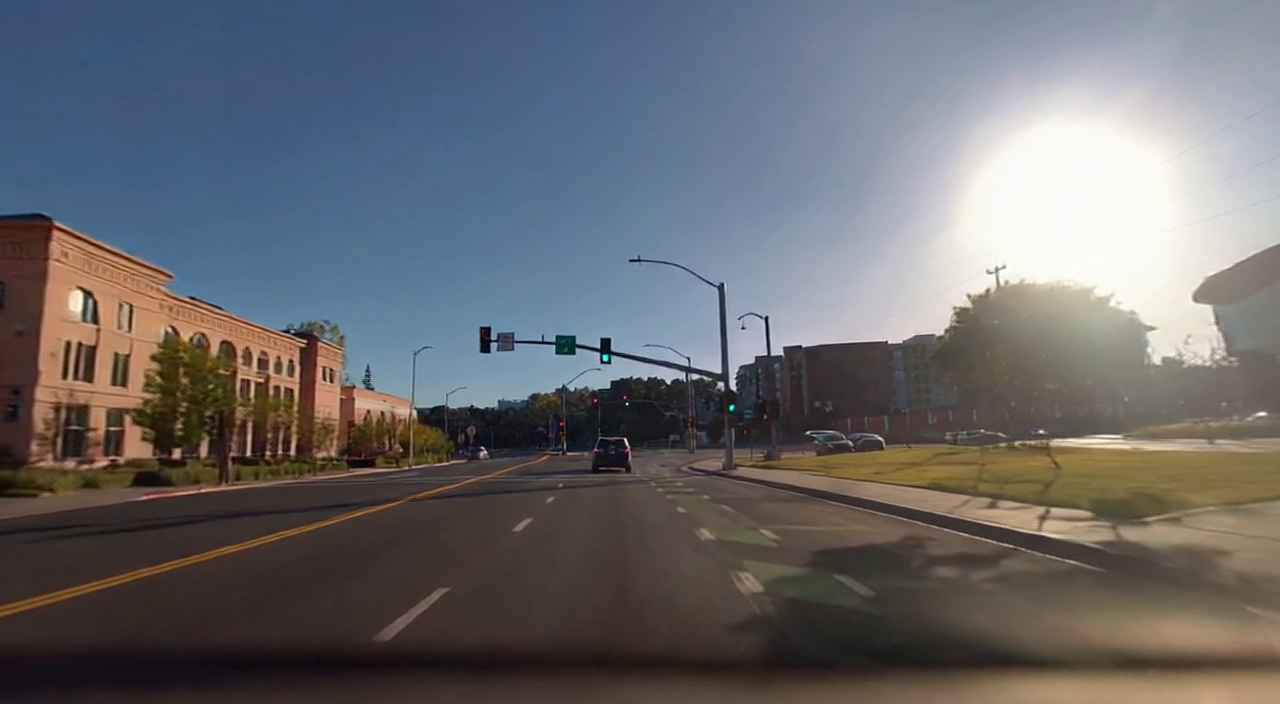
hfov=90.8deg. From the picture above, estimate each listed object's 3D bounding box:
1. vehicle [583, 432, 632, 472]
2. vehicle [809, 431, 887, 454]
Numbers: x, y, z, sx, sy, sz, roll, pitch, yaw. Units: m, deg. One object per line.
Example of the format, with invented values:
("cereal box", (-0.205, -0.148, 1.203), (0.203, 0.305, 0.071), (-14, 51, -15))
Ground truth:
("vehicle", (-1.522, 4.867, 30.897), (2.230, 1.827, 4.298), (0, -8, -1))
("vehicle", (13.616, 5.941, 41.473), (4.486, 1.494, 1.802), (0, -8, 3))
